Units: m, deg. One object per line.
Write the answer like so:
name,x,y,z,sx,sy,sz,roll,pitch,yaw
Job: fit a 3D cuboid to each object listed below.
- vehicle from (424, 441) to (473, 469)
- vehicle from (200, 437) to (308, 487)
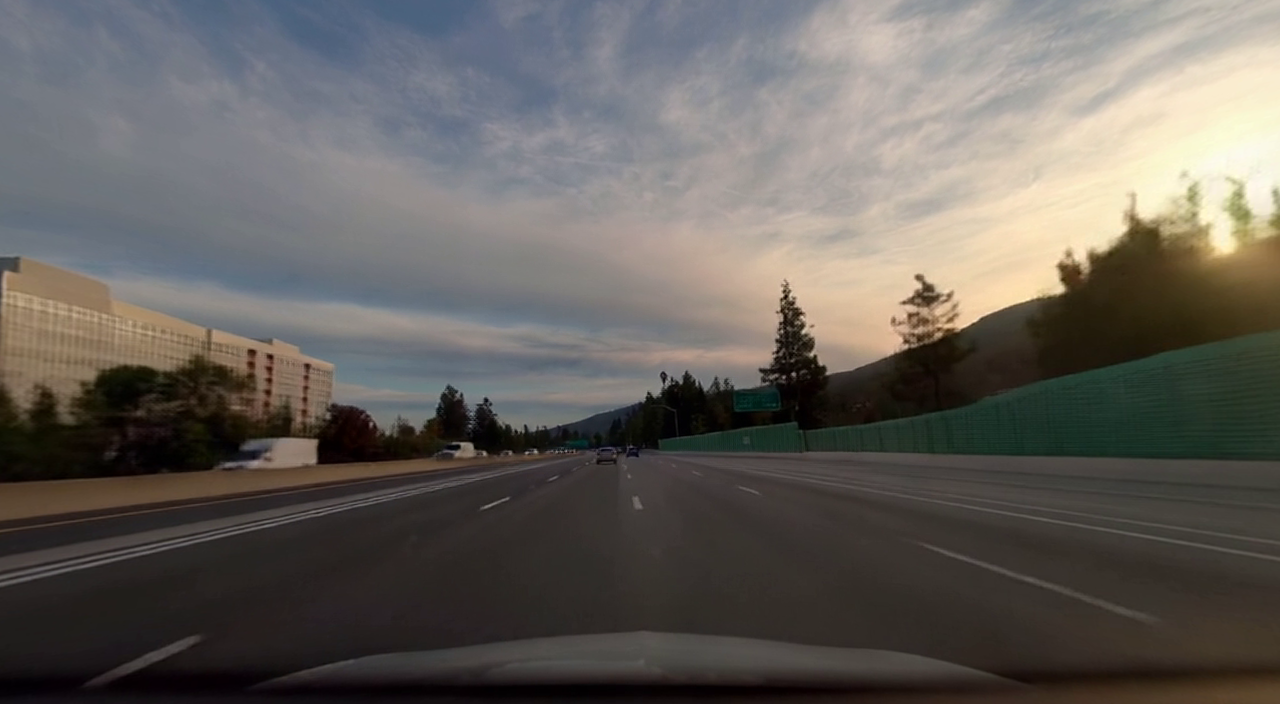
vehicle,-14.138,7.608,46.778,2.125,1.915,4.942,0,-9,-1
vehicle,-22.338,6.399,36.949,2.365,2.606,6.439,0,-9,-1
